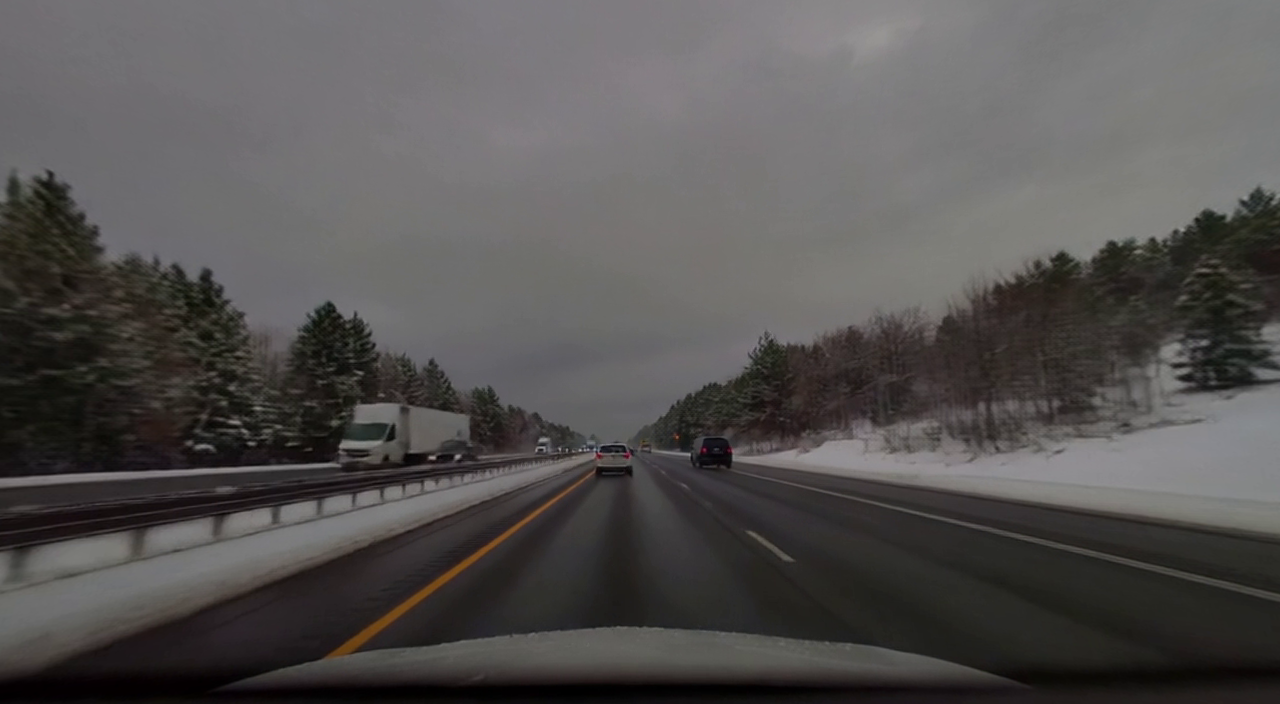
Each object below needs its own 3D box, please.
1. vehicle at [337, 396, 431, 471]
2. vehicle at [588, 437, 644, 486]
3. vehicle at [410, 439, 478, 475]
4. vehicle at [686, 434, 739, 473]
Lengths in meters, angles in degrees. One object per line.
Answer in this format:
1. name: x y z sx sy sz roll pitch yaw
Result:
1. vehicle: -14.977 4.927 37.278 3.001 4.045 6.029 0 -9 -1
2. vehicle: -0.894 4.209 24.327 1.963 1.711 4.284 0 -9 -1
3. vehicle: -9.809 5.273 31.711 2.019 1.670 4.493 0 -9 -1
4. vehicle: 3.824 5.460 33.738 2.179 1.930 4.538 0 -9 -1
